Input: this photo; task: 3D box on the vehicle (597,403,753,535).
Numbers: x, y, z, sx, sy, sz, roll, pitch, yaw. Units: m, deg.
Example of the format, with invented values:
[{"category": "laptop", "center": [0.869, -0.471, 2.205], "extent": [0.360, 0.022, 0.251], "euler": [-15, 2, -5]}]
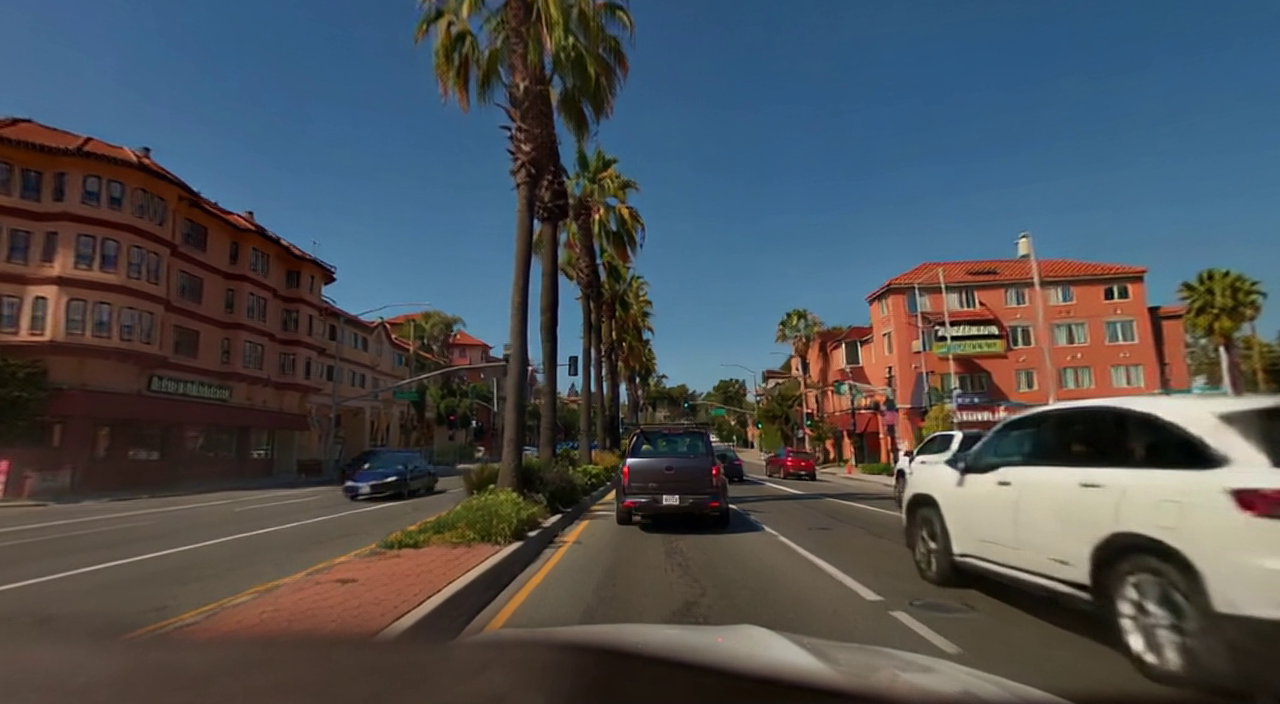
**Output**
[{"category": "vehicle", "center": [0.608, 2.303, 12.966], "extent": [2.487, 2.115, 5.444], "euler": [0, -9, 1]}]

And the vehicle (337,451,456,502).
[{"category": "vehicle", "center": [-8.021, 4.109, 21.326], "extent": [2.061, 1.496, 4.600], "euler": [-1, -9, 2]}]

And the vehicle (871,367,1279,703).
[{"category": "vehicle", "center": [4.047, 1.297, 5.445], "extent": [2.283, 1.738, 4.916], "euler": [0, -9, 1]}]

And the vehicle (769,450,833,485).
[{"category": "vehicle", "center": [7.675, 5.512, 30.485], "extent": [1.958, 1.523, 4.553], "euler": [0, -9, 1]}]
